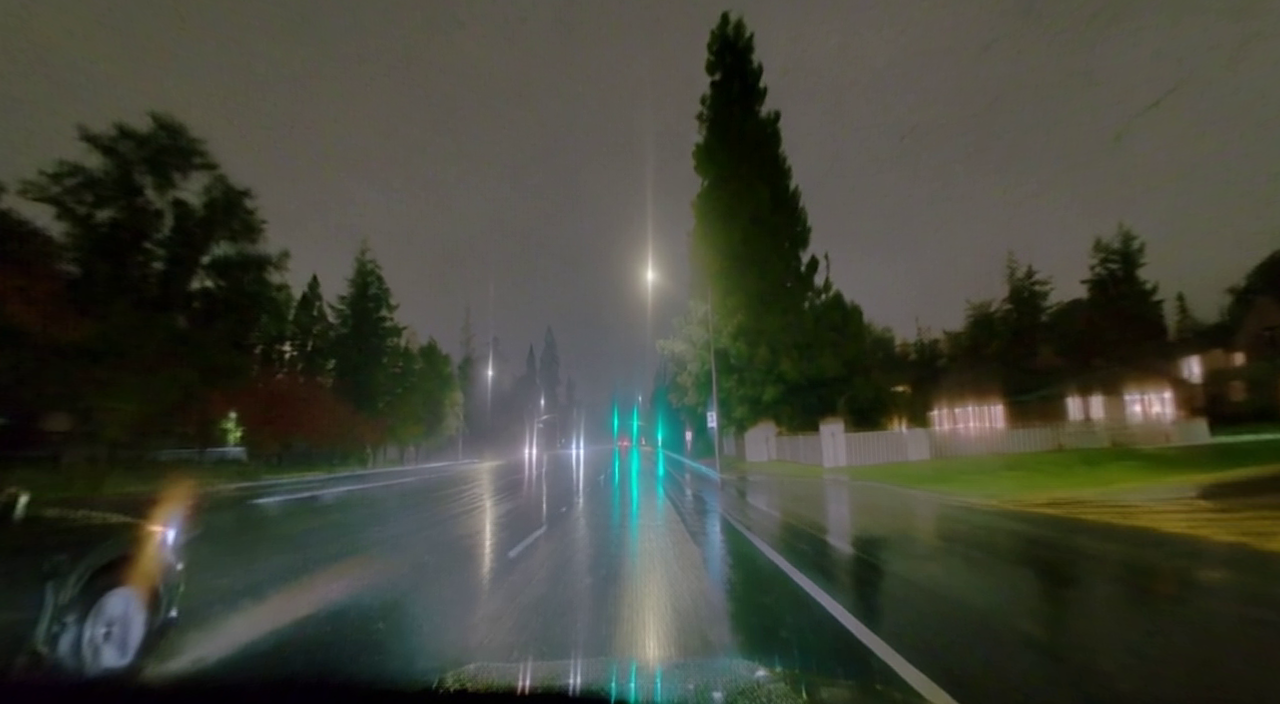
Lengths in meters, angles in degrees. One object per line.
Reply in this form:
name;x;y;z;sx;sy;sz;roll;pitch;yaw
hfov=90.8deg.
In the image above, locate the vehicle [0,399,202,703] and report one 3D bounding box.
vehicle;-3.324;0.705;0.801;2.020;1.478;4.890;0;-8;0
